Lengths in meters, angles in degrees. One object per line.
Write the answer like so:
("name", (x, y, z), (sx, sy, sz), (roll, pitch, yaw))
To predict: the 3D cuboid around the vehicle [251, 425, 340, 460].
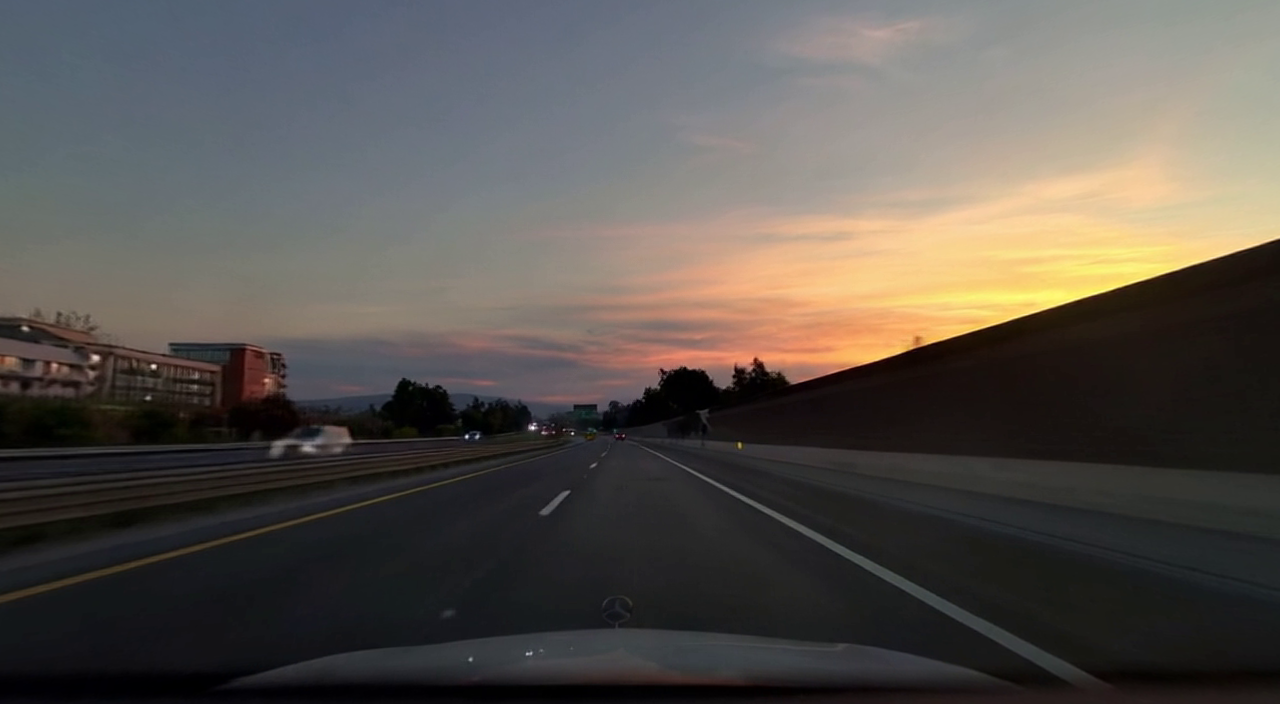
("vehicle", (-16.813, 4.416, 31.041), (1.930, 1.577, 4.374), (0, -8, -1))
